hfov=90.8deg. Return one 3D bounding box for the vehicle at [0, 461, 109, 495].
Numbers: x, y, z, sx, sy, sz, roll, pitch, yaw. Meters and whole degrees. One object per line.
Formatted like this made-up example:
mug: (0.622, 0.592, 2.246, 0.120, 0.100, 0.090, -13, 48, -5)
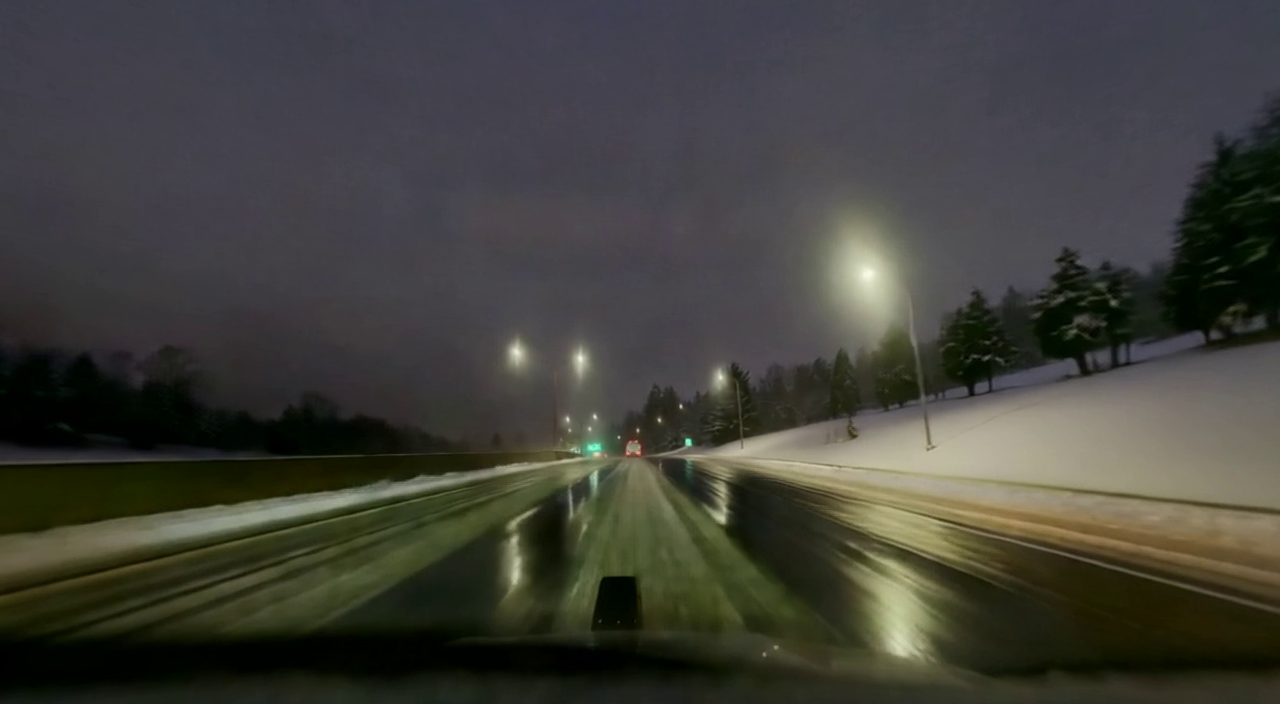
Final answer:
vehicle: (-29.270, 6.214, 31.504, 1.778, 1.472, 4.444, 0, -9, -3)
